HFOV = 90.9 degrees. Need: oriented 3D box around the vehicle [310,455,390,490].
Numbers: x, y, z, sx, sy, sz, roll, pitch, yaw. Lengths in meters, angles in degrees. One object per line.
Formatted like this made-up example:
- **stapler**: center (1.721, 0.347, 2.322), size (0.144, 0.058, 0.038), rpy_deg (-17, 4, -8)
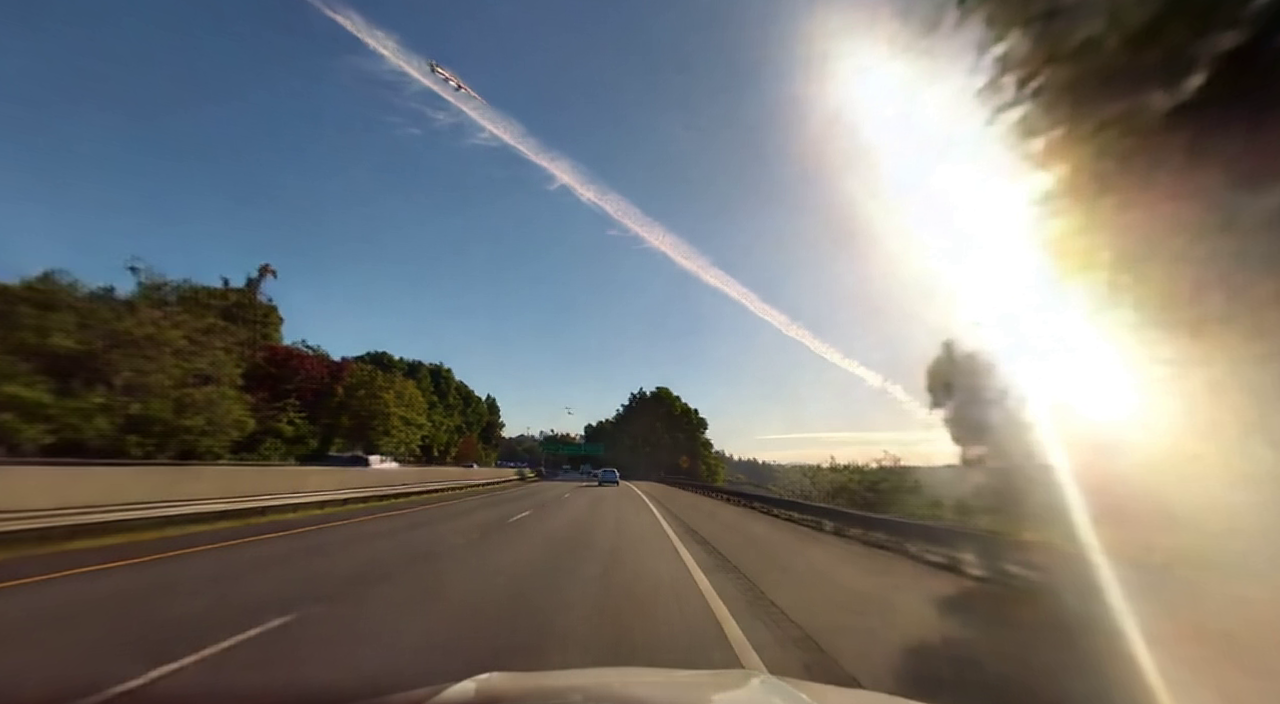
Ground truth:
- **vehicle**: center (-14.338, 6.018, 31.485), size (1.931, 1.540, 4.465), rpy_deg (1, -11, -1)
